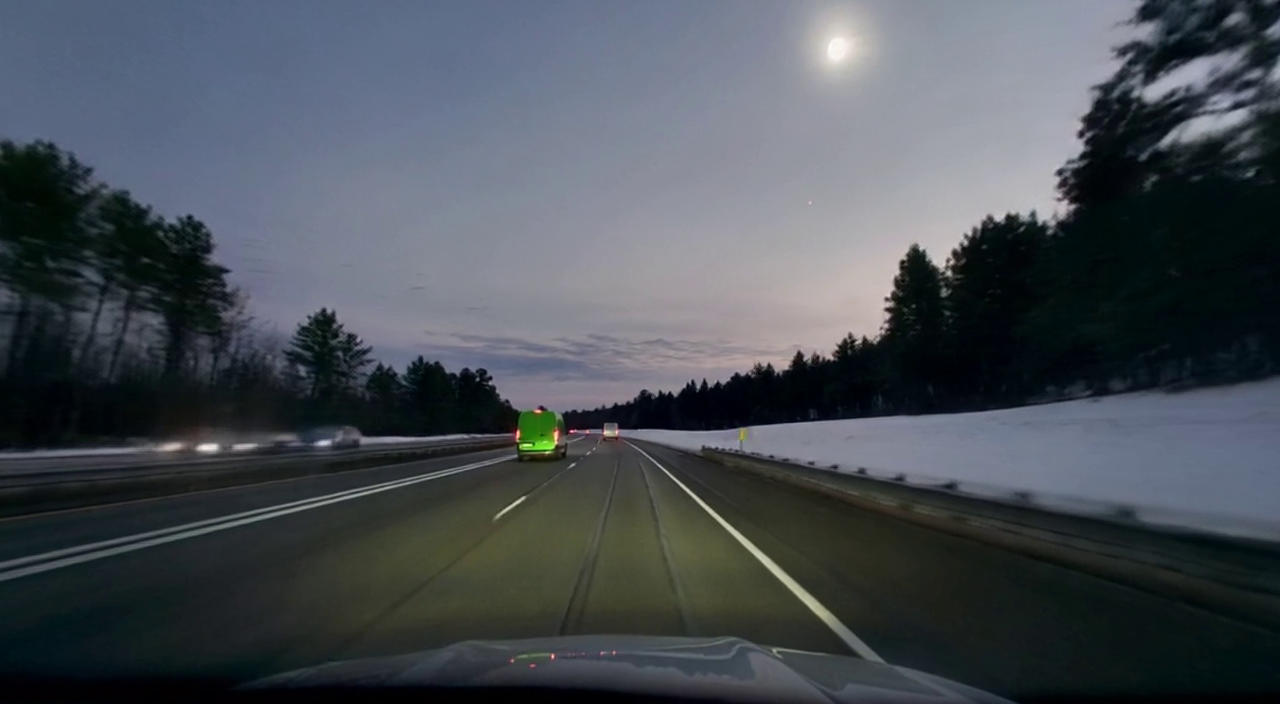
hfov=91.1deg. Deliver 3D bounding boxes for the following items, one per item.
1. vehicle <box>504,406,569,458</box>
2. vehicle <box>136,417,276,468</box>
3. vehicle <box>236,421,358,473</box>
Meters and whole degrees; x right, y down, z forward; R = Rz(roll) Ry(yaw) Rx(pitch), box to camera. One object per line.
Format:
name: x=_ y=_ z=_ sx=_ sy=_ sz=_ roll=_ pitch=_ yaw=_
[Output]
vehicle: x=-5.300 y=4.236 z=33.135 sx=2.561 sy=2.509 sz=5.465 roll=0 pitch=-8 yaw=-1
vehicle: x=-15.534 y=3.276 z=22.869 sx=1.965 sy=1.658 sz=4.405 roll=0 pitch=-8 yaw=-1
vehicle: x=-11.847 y=3.298 z=22.115 sx=1.907 sy=1.590 sz=4.292 roll=1 pitch=-8 yaw=-1
